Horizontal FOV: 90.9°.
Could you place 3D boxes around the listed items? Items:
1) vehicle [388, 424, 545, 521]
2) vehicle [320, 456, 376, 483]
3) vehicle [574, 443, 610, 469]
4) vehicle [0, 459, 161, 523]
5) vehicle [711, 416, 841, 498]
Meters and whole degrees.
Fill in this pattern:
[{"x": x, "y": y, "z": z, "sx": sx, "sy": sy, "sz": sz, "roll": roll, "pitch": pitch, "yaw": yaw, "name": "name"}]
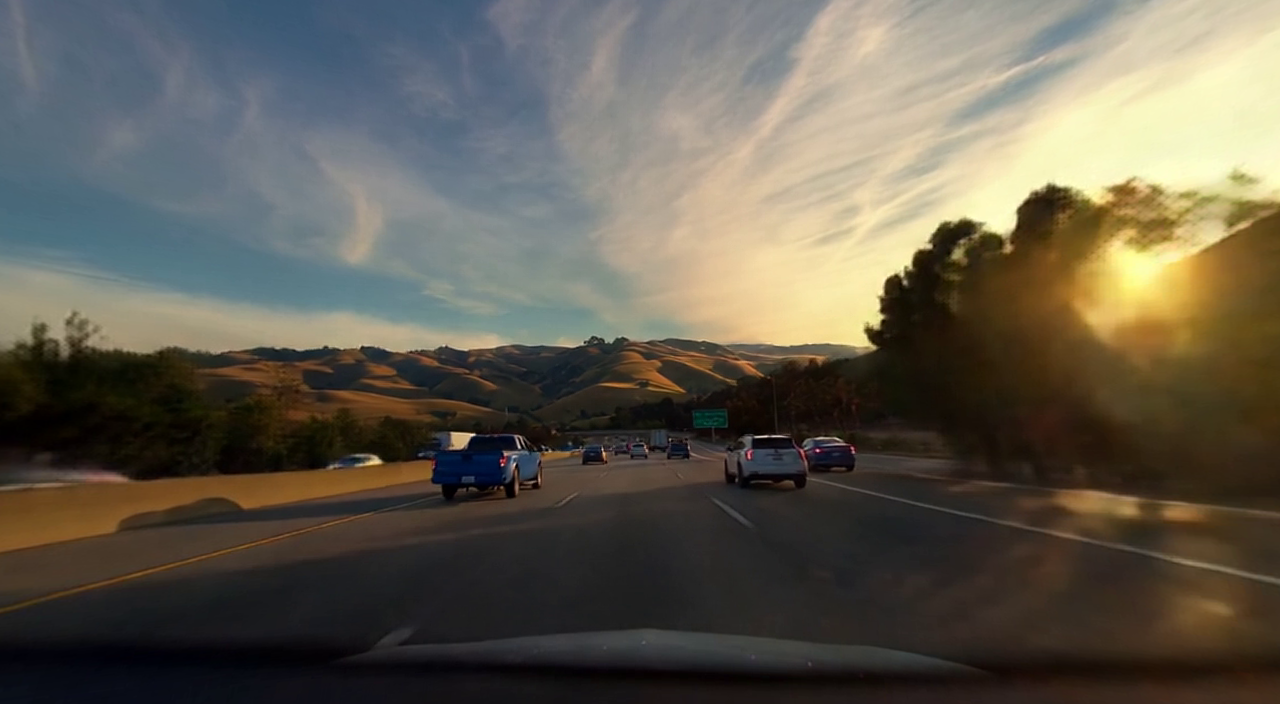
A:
[{"x": -3.817, "y": 2.757, "z": 15.076, "sx": 2.227, "sy": 1.853, "sz": 5.161, "roll": -1, "pitch": -8, "yaw": 1, "name": "vehicle"}, {"x": -20.834, "y": 8.408, "z": 45.209, "sx": 1.872, "sy": 1.693, "sz": 4.572, "roll": -1, "pitch": -8, "yaw": 0, "name": "vehicle"}, {"x": -3.446, "y": 7.536, "z": 45.988, "sx": 2.235, "sy": 1.785, "sz": 4.386, "roll": -1, "pitch": -8, "yaw": 1, "name": "vehicle"}, {"x": -17.191, "y": 4.066, "z": 18.969, "sx": 1.902, "sy": 1.532, "sz": 4.646, "roll": -1, "pitch": -8, "yaw": 0, "name": "vehicle"}, {"x": 3.645, "y": 2.974, "z": 18.277, "sx": 2.424, "sy": 1.952, "sz": 5.611, "roll": -1, "pitch": -8, "yaw": -1, "name": "vehicle"}]
